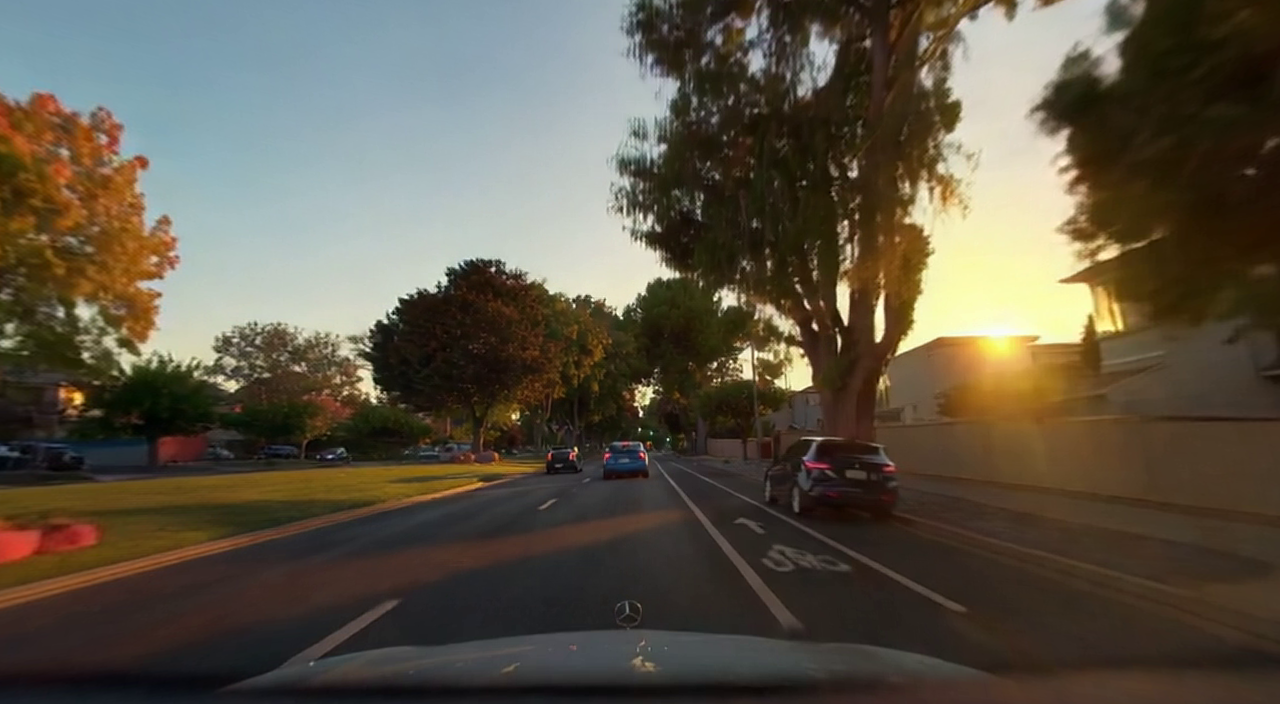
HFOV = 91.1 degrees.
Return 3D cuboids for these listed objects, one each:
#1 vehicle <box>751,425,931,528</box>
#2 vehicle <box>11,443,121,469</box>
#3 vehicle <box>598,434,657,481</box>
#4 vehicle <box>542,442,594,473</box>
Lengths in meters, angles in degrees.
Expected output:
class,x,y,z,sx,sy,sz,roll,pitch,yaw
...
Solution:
class,x,y,z,sx,sy,sz,roll,pitch,yaw
vehicle,3.896,2.501,13.227,2.332,1.769,4.518,0,-8,1
vehicle,-32.316,5.853,35.422,4.497,1.418,1.783,0,-9,2
vehicle,-0.497,4.250,25.629,2.220,1.742,4.047,0,-8,0
vehicle,-3.562,5.286,31.670,2.032,1.433,4.458,0,-8,1
